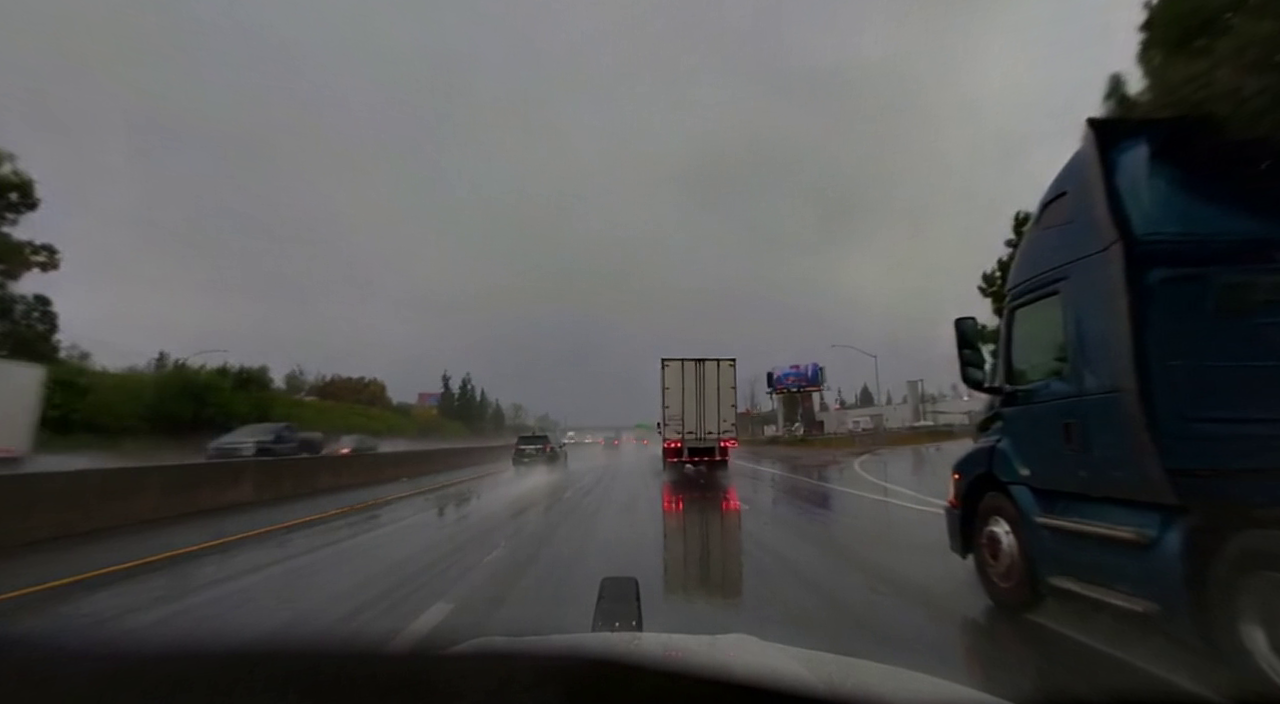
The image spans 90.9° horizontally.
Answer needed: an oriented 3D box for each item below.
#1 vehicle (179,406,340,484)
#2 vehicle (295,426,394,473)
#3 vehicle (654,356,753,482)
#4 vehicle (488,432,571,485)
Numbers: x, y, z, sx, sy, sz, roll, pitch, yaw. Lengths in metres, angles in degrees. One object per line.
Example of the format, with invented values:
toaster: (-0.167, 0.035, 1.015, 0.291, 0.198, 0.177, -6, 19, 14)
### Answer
vehicle: (-15.979, 3.975, 27.198, 2.606, 2.906, 6.895, 0, -8, 0)
vehicle: (-15.925, 5.276, 34.442, 2.437, 2.311, 6.057, 0, -8, 0)
vehicle: (2.028, 2.775, 24.795, 2.871, 3.815, 11.331, 0, -8, 1)
vehicle: (-3.368, 3.299, 19.956, 1.930, 1.484, 3.849, 0, -8, 0)
